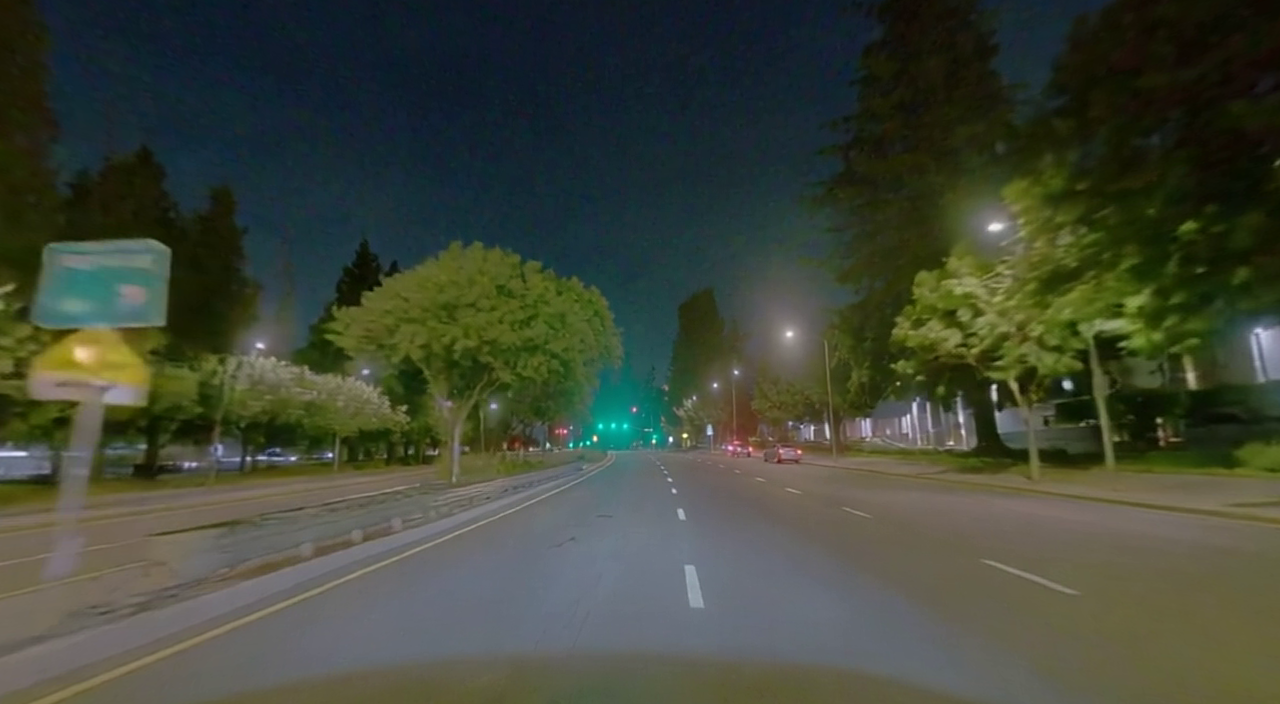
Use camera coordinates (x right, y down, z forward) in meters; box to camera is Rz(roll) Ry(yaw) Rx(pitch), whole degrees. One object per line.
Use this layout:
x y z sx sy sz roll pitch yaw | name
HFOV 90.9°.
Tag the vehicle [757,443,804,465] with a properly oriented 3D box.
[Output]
10.486 7.656 47.555 2.109 1.533 5.664 0 -9 -1 | vehicle
